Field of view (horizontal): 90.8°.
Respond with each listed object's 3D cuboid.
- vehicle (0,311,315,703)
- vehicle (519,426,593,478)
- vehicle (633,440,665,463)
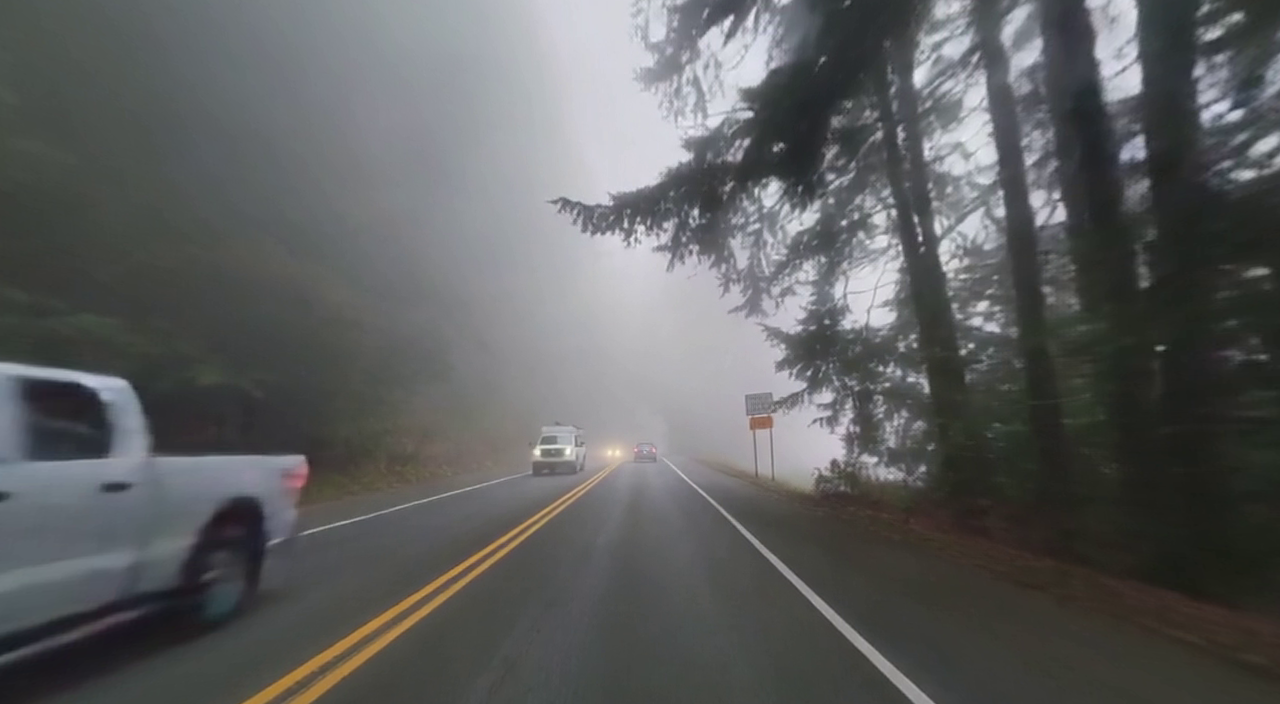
[{"bbox_3d":[-4.264,0.832,2.983,2.461,2.030,5.478,0,-9,1],"label":"vehicle"},{"bbox_3d":[-3.664,4.561,28.898,2.441,2.113,5.738,0,-9,1],"label":"vehicle"},{"bbox_3d":[0.619,6.749,43.042,2.067,1.486,3.861,0,-9,0],"label":"vehicle"}]
